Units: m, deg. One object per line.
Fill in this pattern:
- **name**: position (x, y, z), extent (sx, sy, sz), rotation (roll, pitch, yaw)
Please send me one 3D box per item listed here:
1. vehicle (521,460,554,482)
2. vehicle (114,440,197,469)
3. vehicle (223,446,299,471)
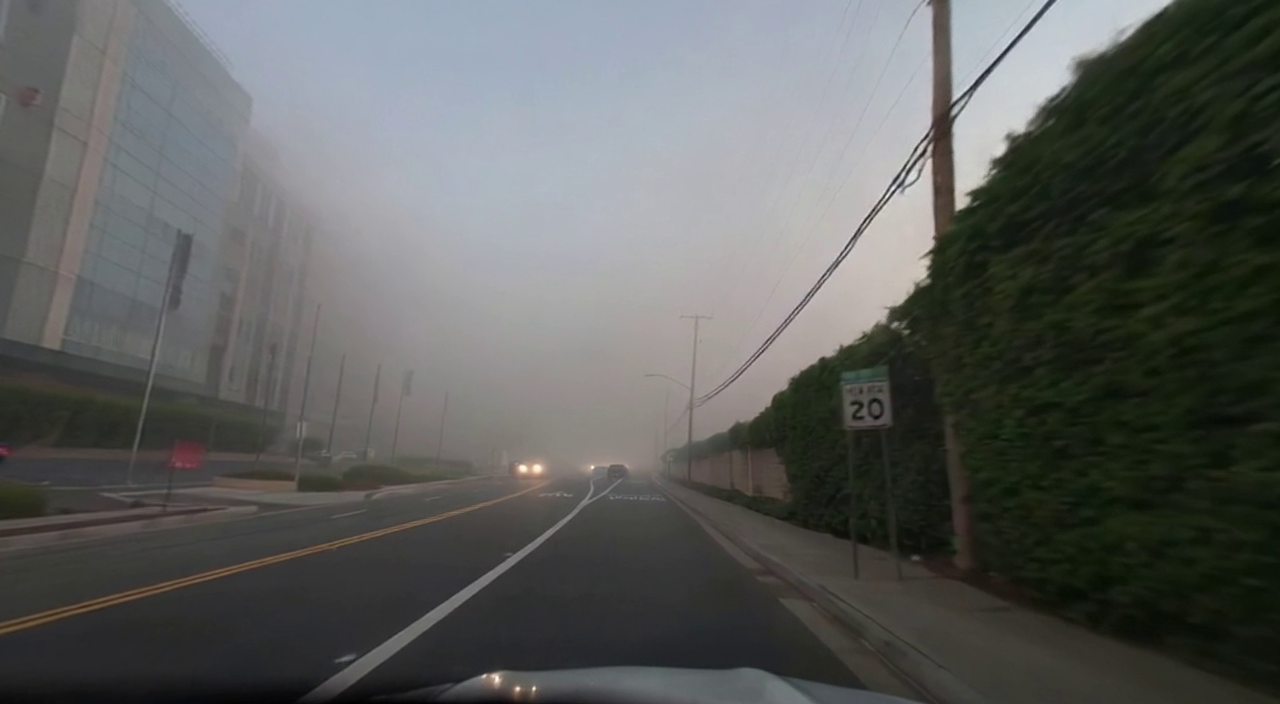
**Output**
- **vehicle**: position (-7.685, 9.013, 47.555), extent (1.922, 1.540, 3.771), rotation (1, -10, -1)
- **vehicle**: position (-28.817, 6.134, 37.396), extent (3.973, 1.647, 1.896), rotation (-3, -11, 19)
- **vehicle**: position (-26.569, 7.479, 44.028), extent (4.630, 1.710, 2.035), rotation (-4, -11, 23)
